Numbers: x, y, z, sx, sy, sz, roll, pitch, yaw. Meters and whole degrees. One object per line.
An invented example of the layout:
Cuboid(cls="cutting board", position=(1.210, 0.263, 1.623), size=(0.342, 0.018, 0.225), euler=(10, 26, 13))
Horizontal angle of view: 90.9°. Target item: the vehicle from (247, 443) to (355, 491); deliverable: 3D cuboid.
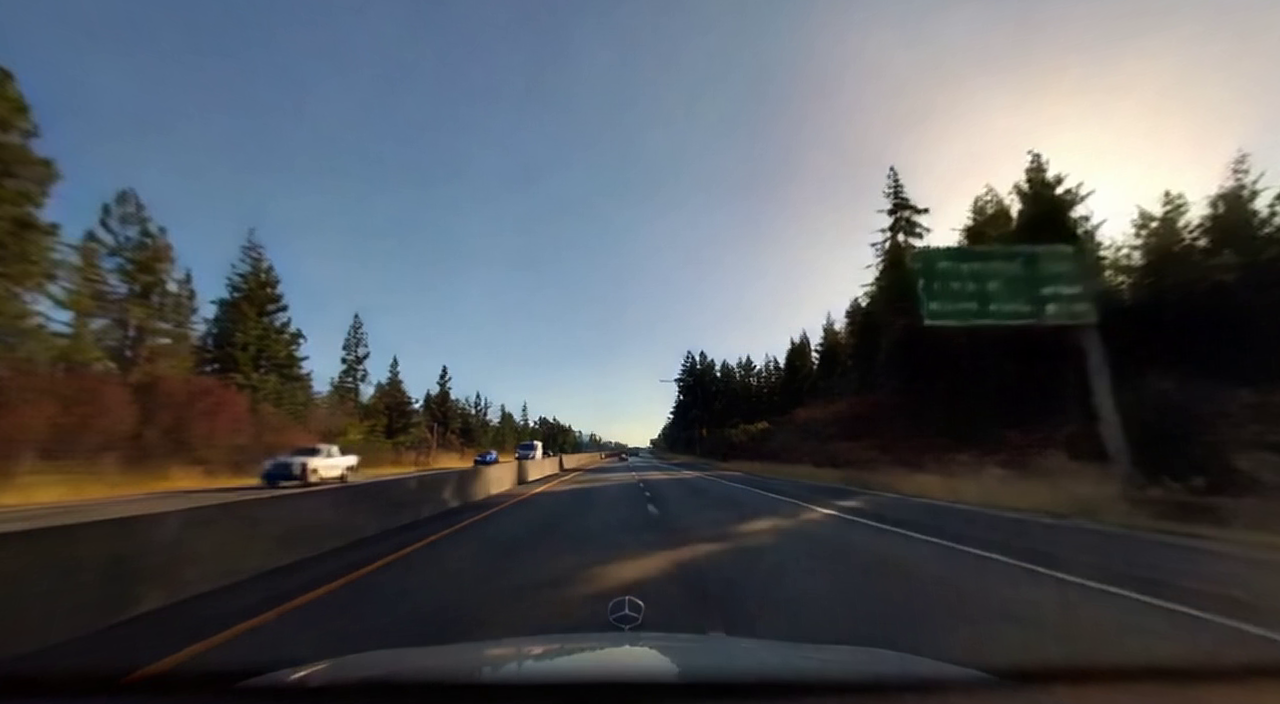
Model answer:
Cuboid(cls="vehicle", position=(-14.859, 5.047, 28.032), size=(2.081, 1.911, 5.017), euler=(0, -9, -1))
